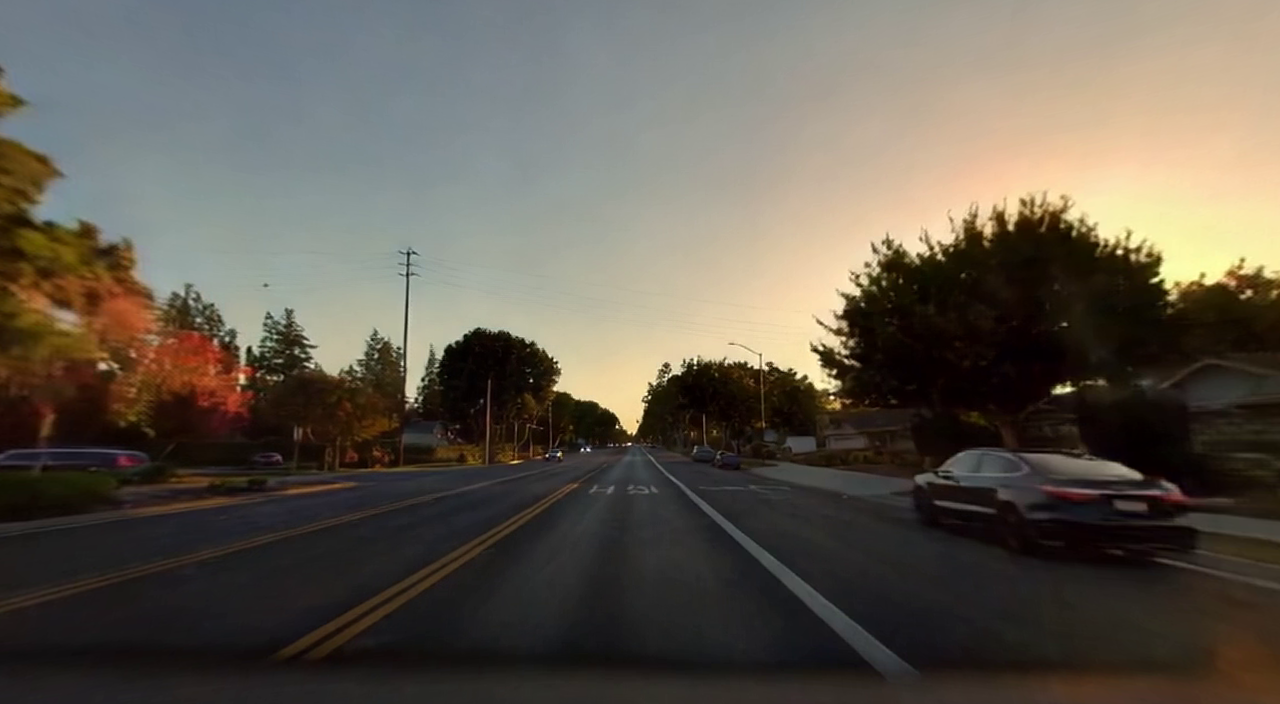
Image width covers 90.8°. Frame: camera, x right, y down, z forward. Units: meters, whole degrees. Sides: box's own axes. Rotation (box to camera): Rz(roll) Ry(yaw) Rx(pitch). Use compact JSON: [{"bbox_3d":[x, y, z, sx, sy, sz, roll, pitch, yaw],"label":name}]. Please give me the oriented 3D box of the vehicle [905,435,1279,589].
[{"bbox_3d":[6.018,2.070,9.081,2.282,1.566,4.705,-1,-9,-1],"label":"vehicle"}]
